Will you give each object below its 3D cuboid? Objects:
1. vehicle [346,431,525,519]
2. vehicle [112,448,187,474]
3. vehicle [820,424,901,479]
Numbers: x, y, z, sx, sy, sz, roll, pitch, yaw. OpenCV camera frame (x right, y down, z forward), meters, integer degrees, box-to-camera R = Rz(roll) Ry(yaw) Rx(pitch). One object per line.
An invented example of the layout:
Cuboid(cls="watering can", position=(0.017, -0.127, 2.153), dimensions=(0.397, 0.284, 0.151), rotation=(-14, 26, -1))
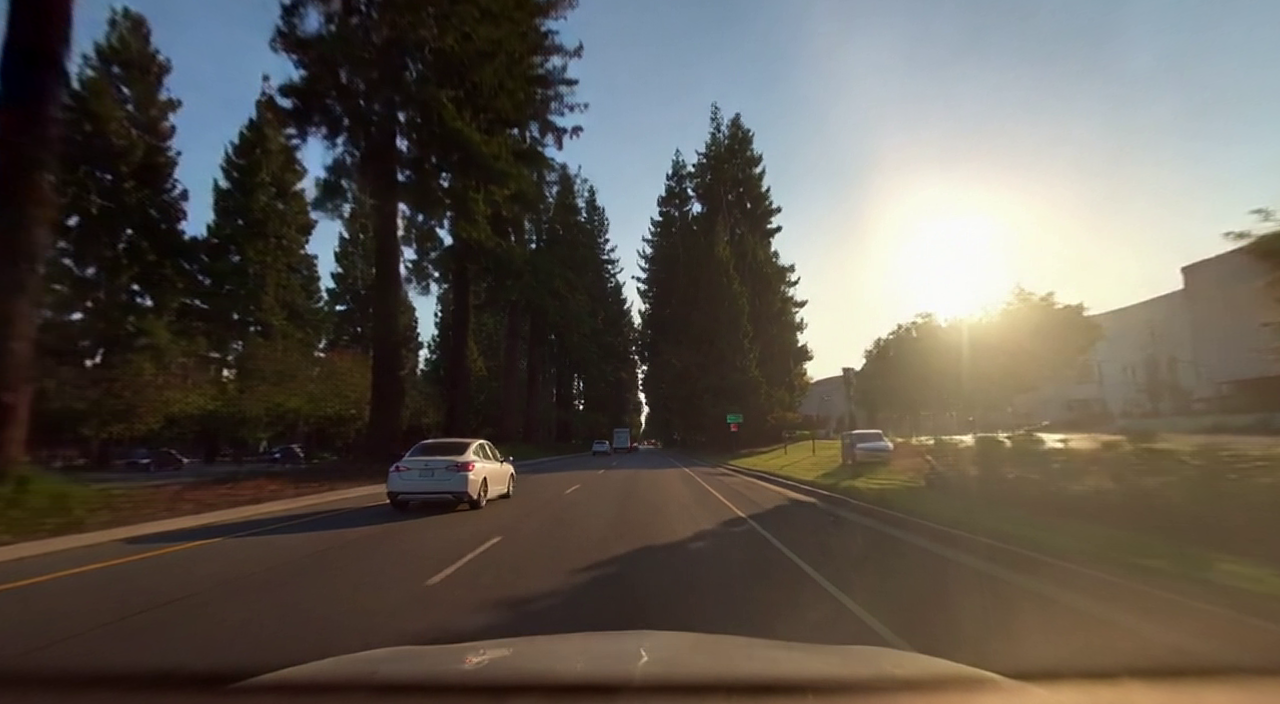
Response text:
Cuboid(cls="vehicle", position=(-3.869, 2.399, 12.901), dimensions=(2.033, 1.454, 4.512), rotation=(0, -8, 2))
Cuboid(cls="vehicle", position=(-31.859, 7.060, 41.066), dimensions=(1.811, 1.550, 3.710), rotation=(0, -8, 0))
Cuboid(cls="vehicle", position=(7.243, 3.285, 20.985), dimensions=(1.594, 1.688, 2.861), rotation=(0, -8, 0))
